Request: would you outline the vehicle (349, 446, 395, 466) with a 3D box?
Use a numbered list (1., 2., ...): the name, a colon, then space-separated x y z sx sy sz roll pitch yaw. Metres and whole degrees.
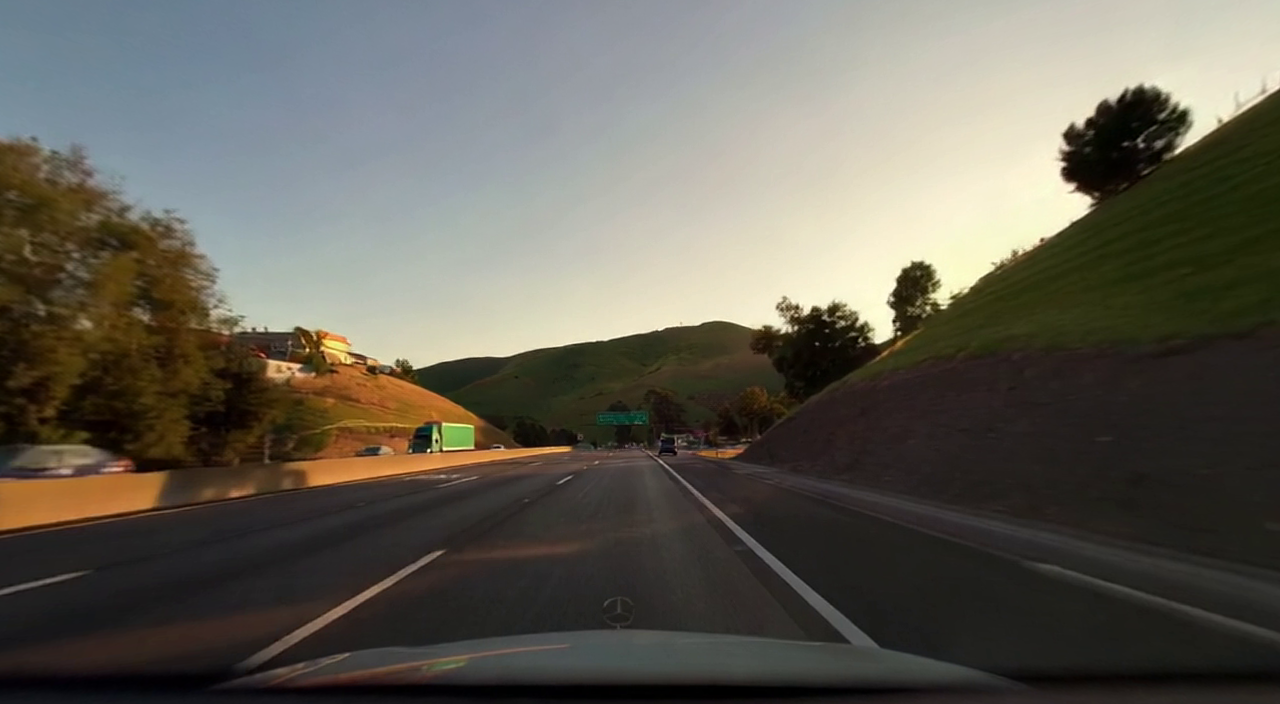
1. vehicle: -20.890 8.085 49.225 1.704 1.419 4.326 0 -8 -1
